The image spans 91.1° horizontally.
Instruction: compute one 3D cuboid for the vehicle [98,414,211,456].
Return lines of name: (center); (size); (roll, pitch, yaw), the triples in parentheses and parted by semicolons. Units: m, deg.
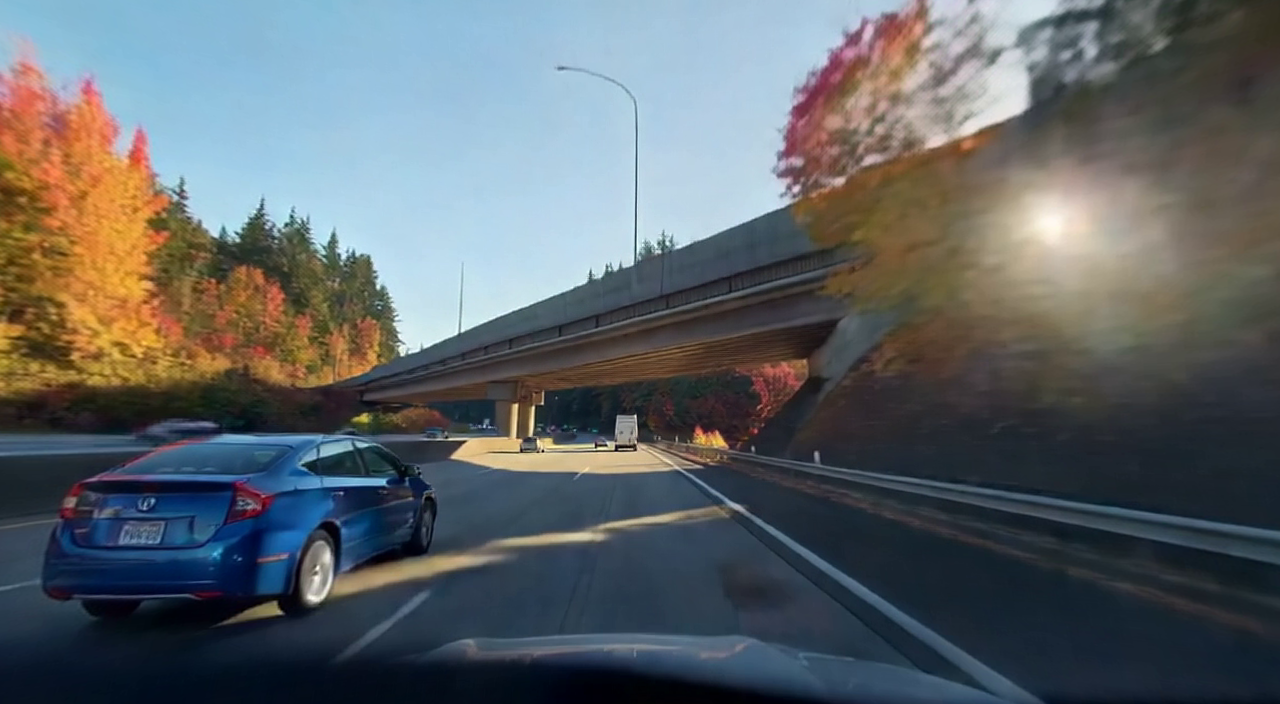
vehicle: (-21.169, 3.651, 27.643); (1.782, 1.672, 3.949); (0, -8, -1)
